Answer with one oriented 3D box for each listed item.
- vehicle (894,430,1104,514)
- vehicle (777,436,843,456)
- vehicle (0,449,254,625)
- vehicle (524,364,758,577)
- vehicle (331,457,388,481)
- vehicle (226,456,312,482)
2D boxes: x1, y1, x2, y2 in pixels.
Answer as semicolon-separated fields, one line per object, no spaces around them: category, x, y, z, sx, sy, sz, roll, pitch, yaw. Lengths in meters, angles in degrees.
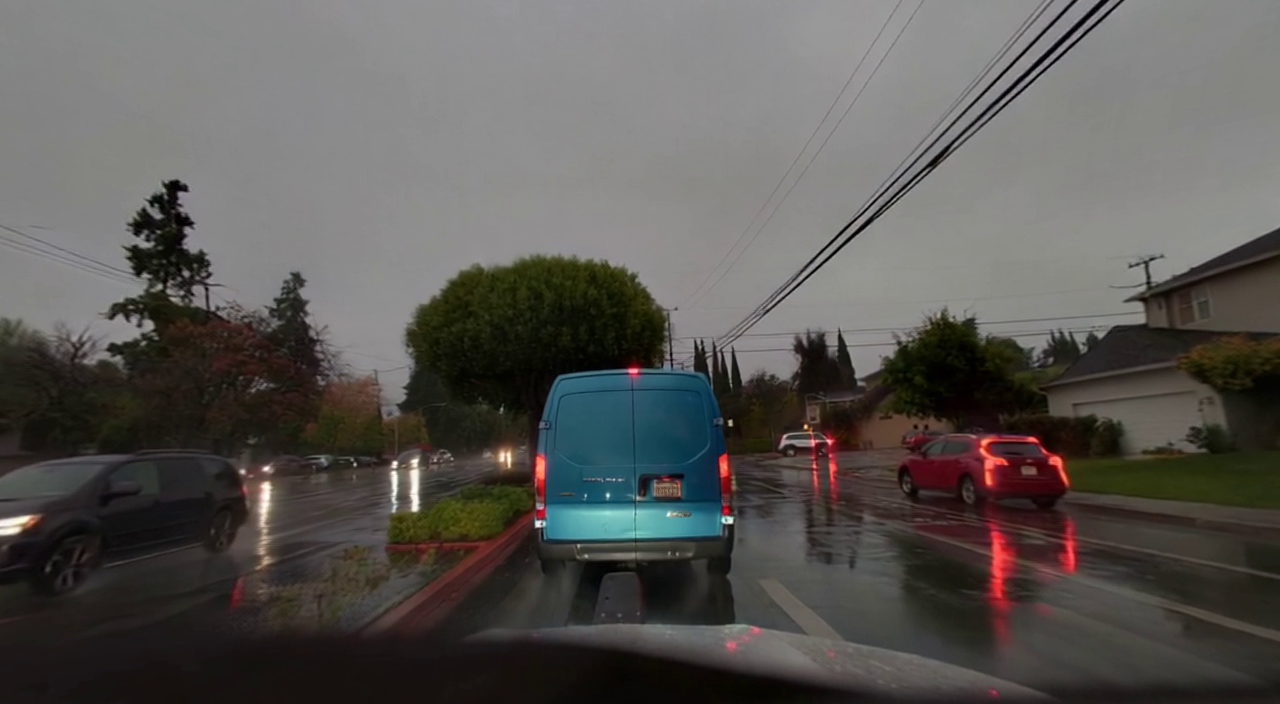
vehicle;7.354;2.483;13.561;1.883;1.504;4.220;0;-9;-2
vehicle;13.049;7.260;48.624;4.483;1.463;1.805;0;-9;-1
vehicle;-7.445;2.162;8.317;1.997;1.724;4.417;0;-9;-2
vehicle;-0.027;1.545;8.868;2.342;2.142;4.809;0;-9;-1
vehicle;-18.327;7.652;41.539;1.816;1.445;4.120;0;-9;0
vehicle;-27.245;8.585;46.463;4.972;1.776;2.057;0;-9;-1
